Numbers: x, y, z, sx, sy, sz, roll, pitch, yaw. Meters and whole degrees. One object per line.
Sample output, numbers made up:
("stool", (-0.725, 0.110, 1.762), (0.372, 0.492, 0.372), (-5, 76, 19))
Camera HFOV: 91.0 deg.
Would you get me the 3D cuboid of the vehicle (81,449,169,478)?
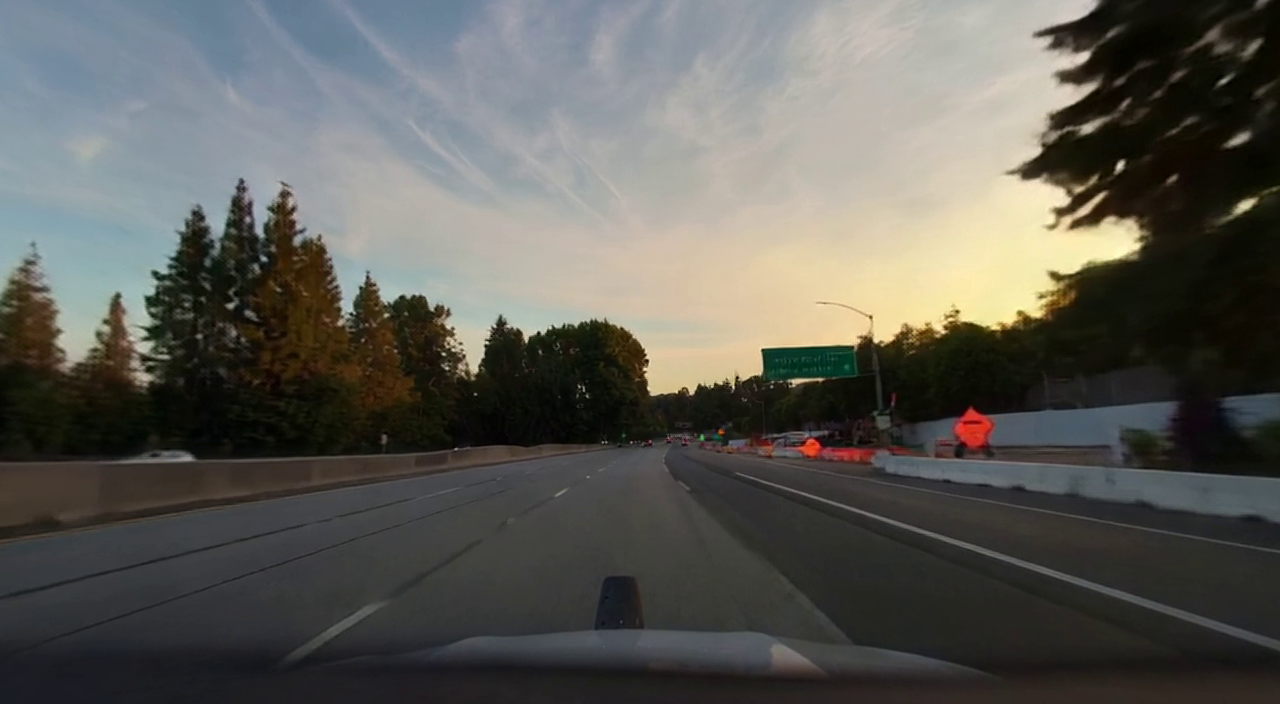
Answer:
("vehicle", (-29.804, 6.452, 36.610), (1.707, 1.538, 3.841), (0, -9, 3))
